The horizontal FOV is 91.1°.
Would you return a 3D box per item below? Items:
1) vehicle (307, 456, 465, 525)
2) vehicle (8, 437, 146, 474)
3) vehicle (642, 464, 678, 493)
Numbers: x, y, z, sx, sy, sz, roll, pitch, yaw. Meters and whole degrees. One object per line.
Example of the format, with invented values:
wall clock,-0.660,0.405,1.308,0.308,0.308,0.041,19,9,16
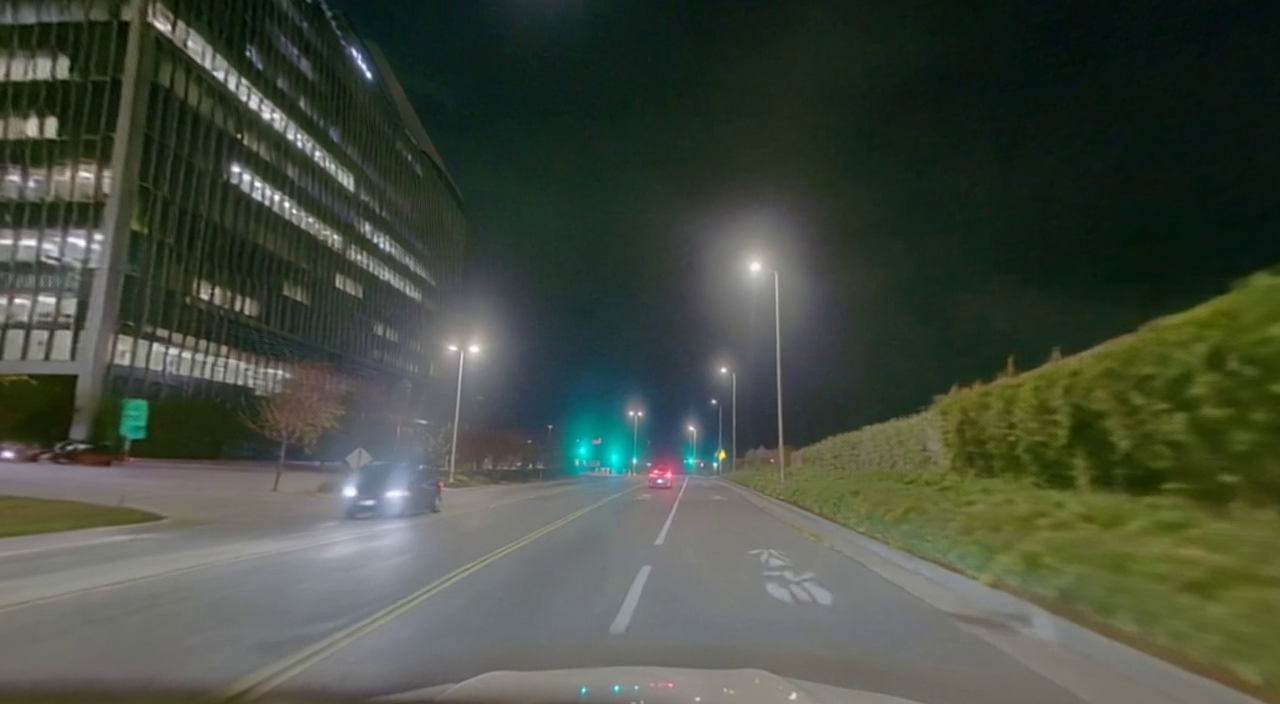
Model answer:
vehicle,-6.365,3.551,16.492,1.979,1.499,4.666,0,-10,3
vehicle,-31.999,5.978,35.914,2.033,1.959,5.294,-4,-11,24
vehicle,1.290,7.802,38.935,2.067,1.629,3.858,0,-10,4
